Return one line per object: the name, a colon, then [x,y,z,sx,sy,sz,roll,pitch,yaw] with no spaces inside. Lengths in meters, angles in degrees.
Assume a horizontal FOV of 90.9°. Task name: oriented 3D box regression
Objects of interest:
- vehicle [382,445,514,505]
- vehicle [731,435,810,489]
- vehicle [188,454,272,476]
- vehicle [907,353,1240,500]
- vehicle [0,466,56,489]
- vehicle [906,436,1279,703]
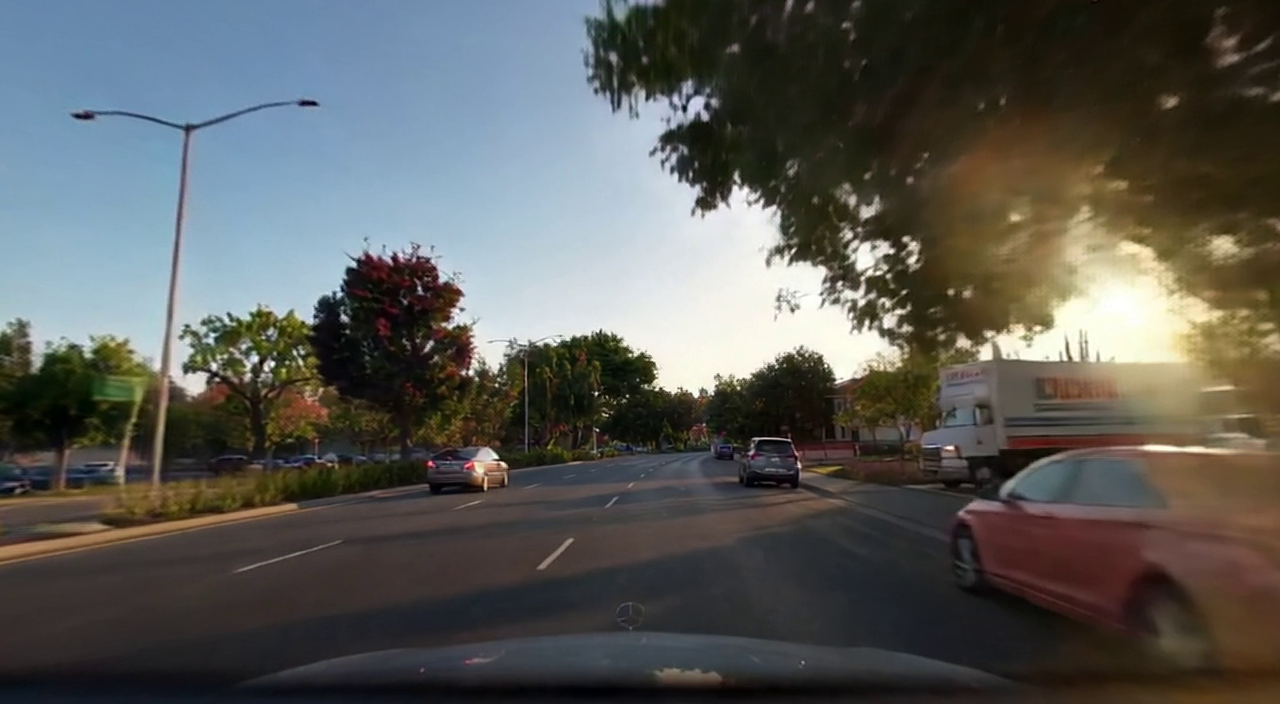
vehicle: [-5.256,3.403,18.050,2.060,1.473,4.645,0,-8,4]
vehicle: [4.547,3.901,22.700,2.064,1.697,4.718,0,-8,3]
vehicle: [-28.976,7.999,44.697,4.481,1.441,1.960,2,-9,-8]
vehicle: [11.701,2.044,17.434,7.138,3.310,2.943,-2,-9,-10]
vehicle: [-43.083,8.623,43.024,4.227,1.397,1.828,-1,-10,-12]
vehicle: [3.790,1.356,4.651,1.849,1.393,4.377,0,-8,2]
